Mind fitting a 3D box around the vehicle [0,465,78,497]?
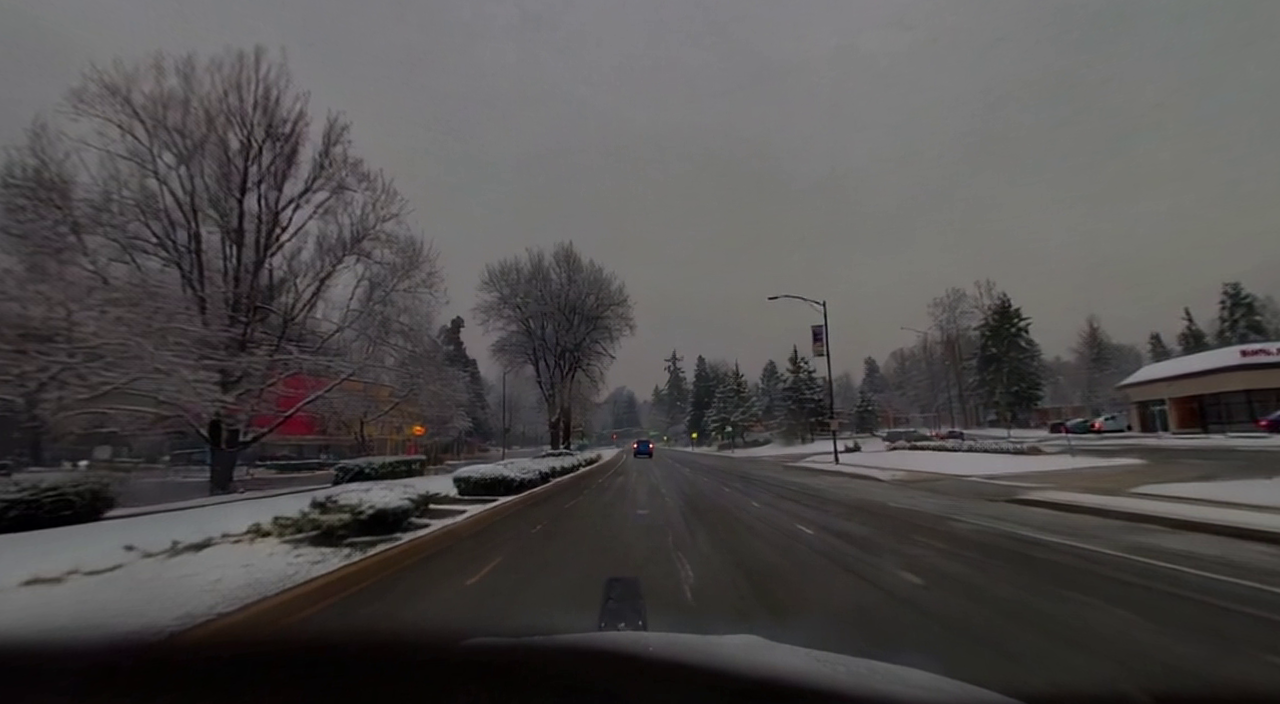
[{"bbox_3d":[-34.115,7.155,35.191,1.784,1.536,3.893,0,-8,3],"label":"vehicle"}]
